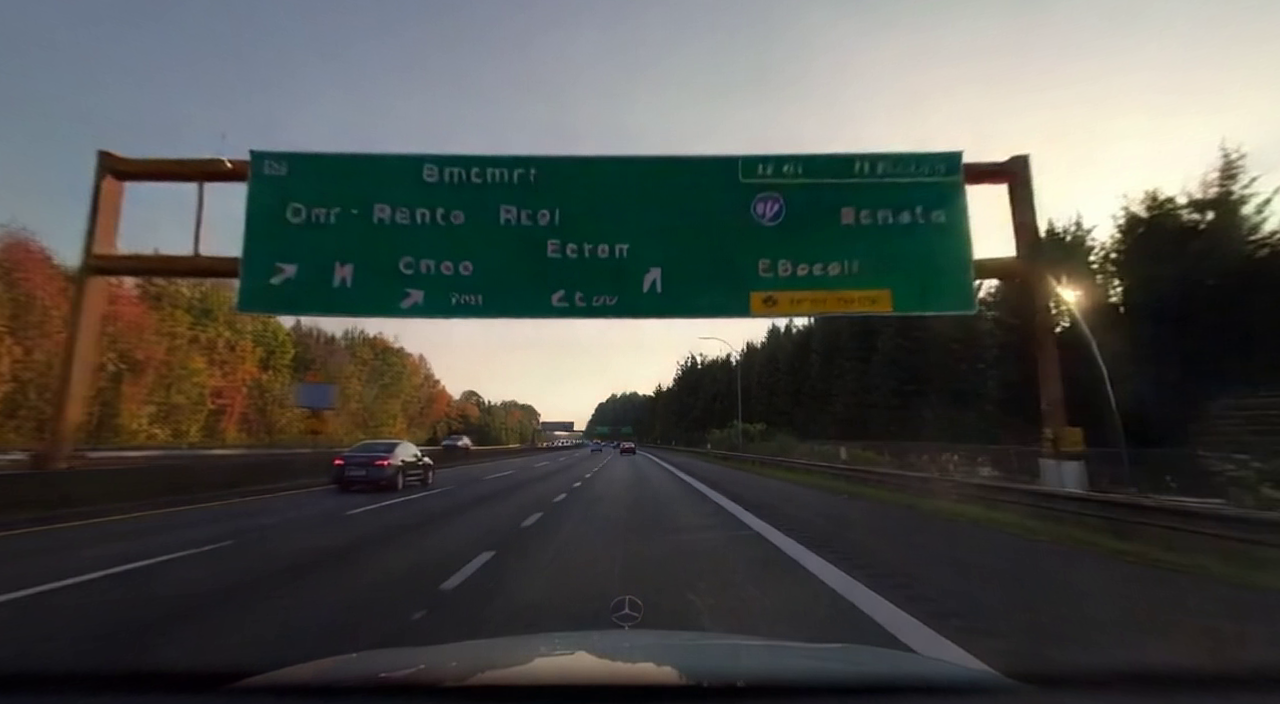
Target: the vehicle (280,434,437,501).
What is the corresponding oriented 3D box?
[{"bbox_3d":[-6.953,2.880,16.168,2.053,1.452,4.347,0,-8,0],"label":"vehicle"}]
